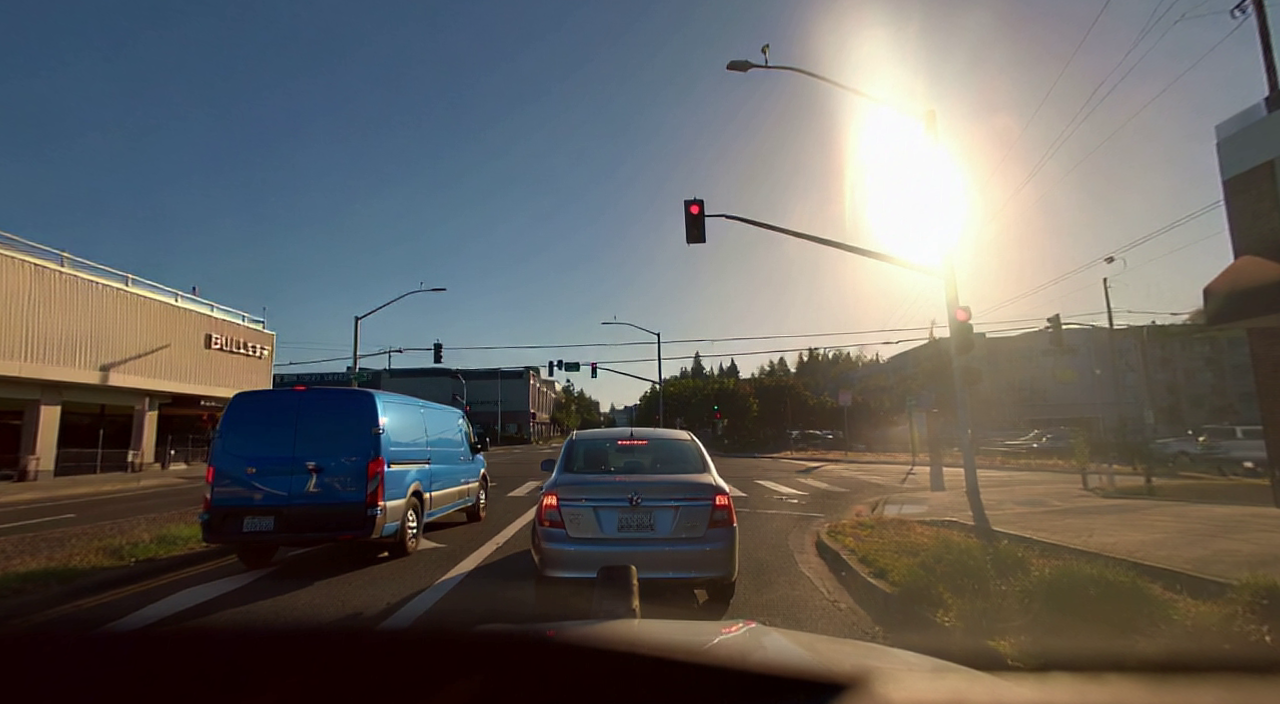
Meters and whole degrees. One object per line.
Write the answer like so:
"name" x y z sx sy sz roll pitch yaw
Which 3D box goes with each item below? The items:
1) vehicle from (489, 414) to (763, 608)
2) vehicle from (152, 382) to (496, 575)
"vehicle" -0.114 1.464 6.773 2.064 1.452 3.942 0 -8 0
"vehicle" -3.576 1.529 8.552 2.076 1.820 5.100 0 -8 -1
